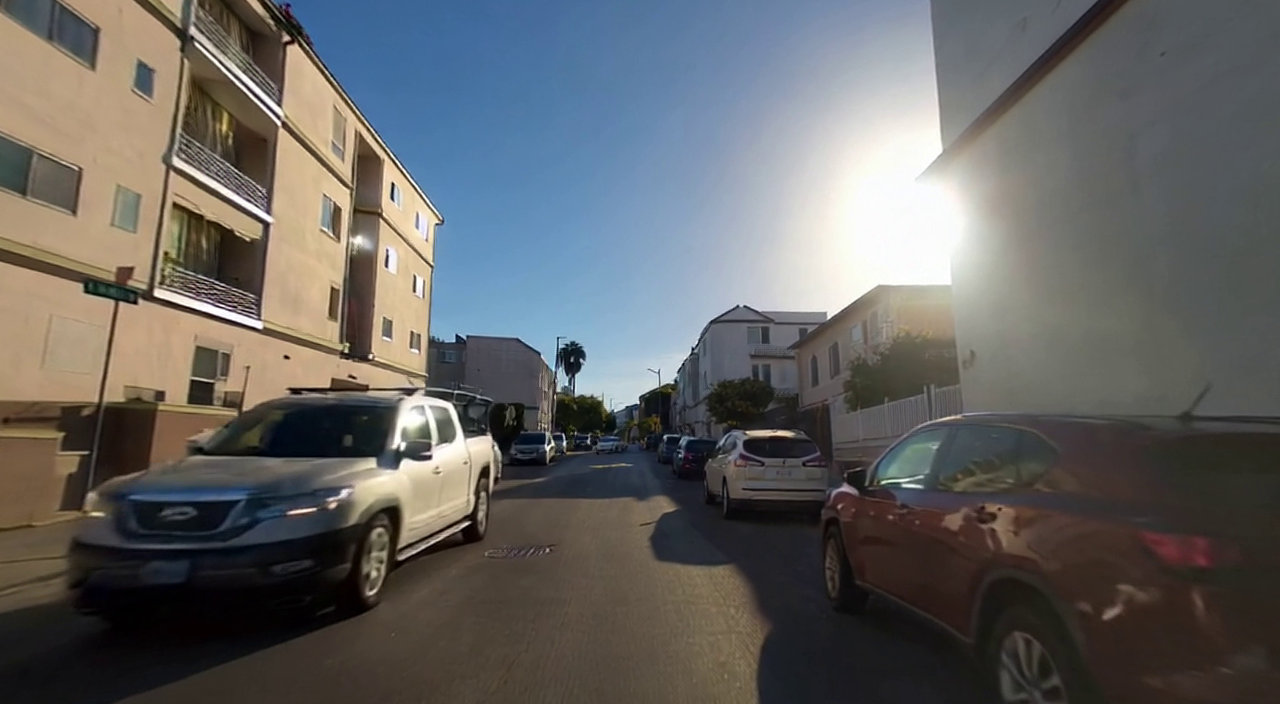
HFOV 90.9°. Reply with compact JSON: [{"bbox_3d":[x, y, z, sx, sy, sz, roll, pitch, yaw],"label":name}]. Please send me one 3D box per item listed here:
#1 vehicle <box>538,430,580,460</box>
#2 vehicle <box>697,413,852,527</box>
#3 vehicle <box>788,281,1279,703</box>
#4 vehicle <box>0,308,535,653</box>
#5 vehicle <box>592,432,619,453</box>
[{"bbox_3d":[-4.795,5.563,37.648,1.872,1.484,3.978,5,-9,0],"label":"vehicle"},{"bbox_3d":[2.181,2.028,11.408,1.839,1.678,3.918,0,-8,-2],"label":"vehicle"},{"bbox_3d":[2.245,0.942,3.476,1.897,1.717,4.028,0,-8,0],"label":"vehicle"},{"bbox_3d":[-2.784,1.132,6.638,2.195,2.103,5.420,0,-8,3],"label":"vehicle"},{"bbox_3d":[-2.619,6.991,48.582,1.845,1.544,3.388,0,-8,0],"label":"vehicle"}]
